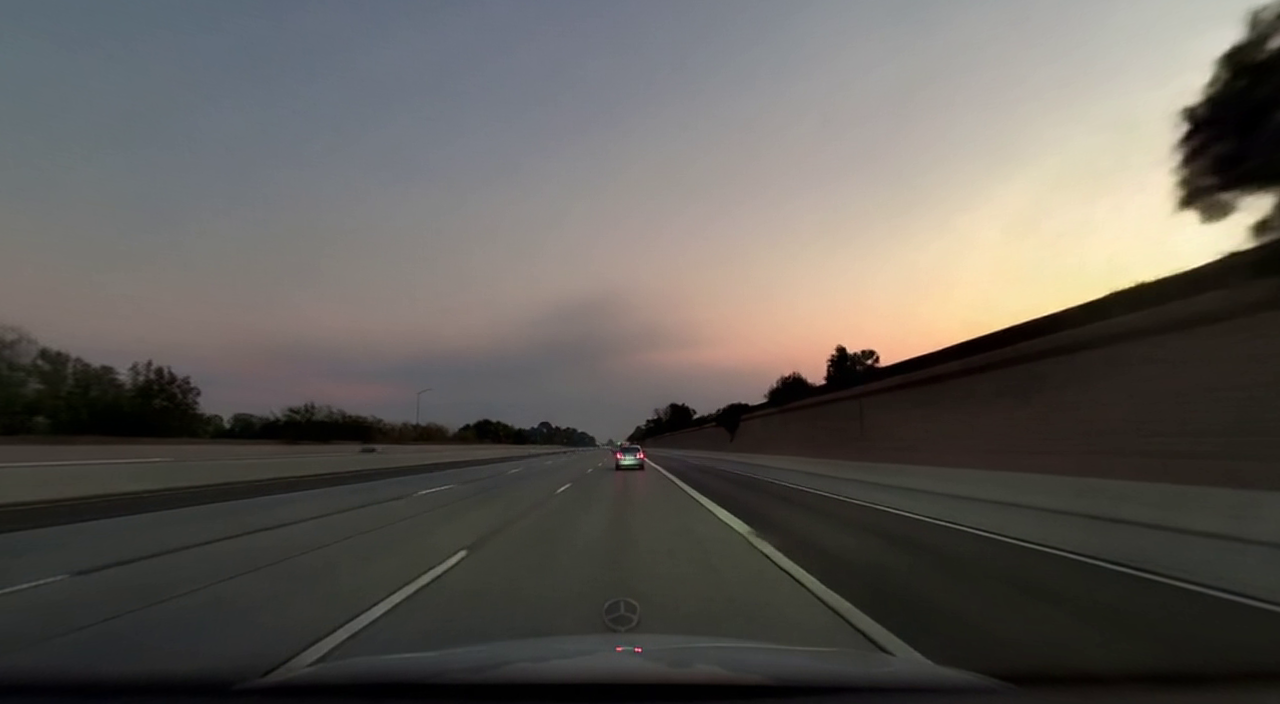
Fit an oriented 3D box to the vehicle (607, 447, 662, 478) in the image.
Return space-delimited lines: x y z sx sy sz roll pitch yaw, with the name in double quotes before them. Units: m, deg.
"vehicle" -0.347 5.307 30.568 2.398 1.336 5.698 0 -9 -2
